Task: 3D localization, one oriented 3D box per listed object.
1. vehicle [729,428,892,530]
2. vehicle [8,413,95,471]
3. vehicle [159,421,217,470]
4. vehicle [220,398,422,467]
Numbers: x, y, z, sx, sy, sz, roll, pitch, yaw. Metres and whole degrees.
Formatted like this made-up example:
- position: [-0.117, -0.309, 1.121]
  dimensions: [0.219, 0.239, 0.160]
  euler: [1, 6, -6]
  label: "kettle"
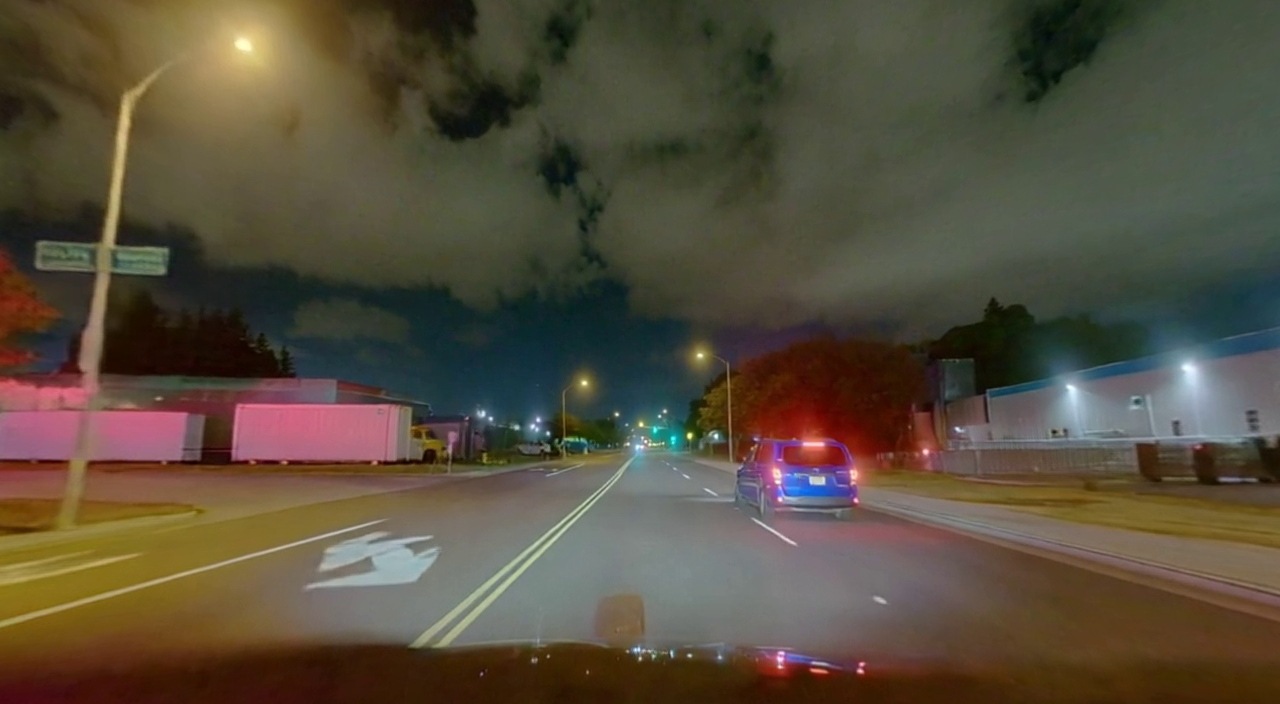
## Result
- position: [3.419, 2.663, 13.856]
  dimensions: [2.202, 1.822, 4.826]
  euler: [0, -9, 0]
  label: "vehicle"
- position: [-39.817, 6.174, 42.881]
  dimensions: [3.287, 3.586, 7.296]
  euler: [7, -11, -37]
  label: "vehicle"
- position: [-33.926, 6.970, 47.142]
  dimensions: [2.841, 3.355, 7.180]
  euler: [7, -11, -38]
  label: "vehicle"
- position: [-19.709, 5.073, 39.538]
  dimensions: [10.797, 4.039, 3.044]
  euler: [0, -9, -1]
  label: "vehicle"
